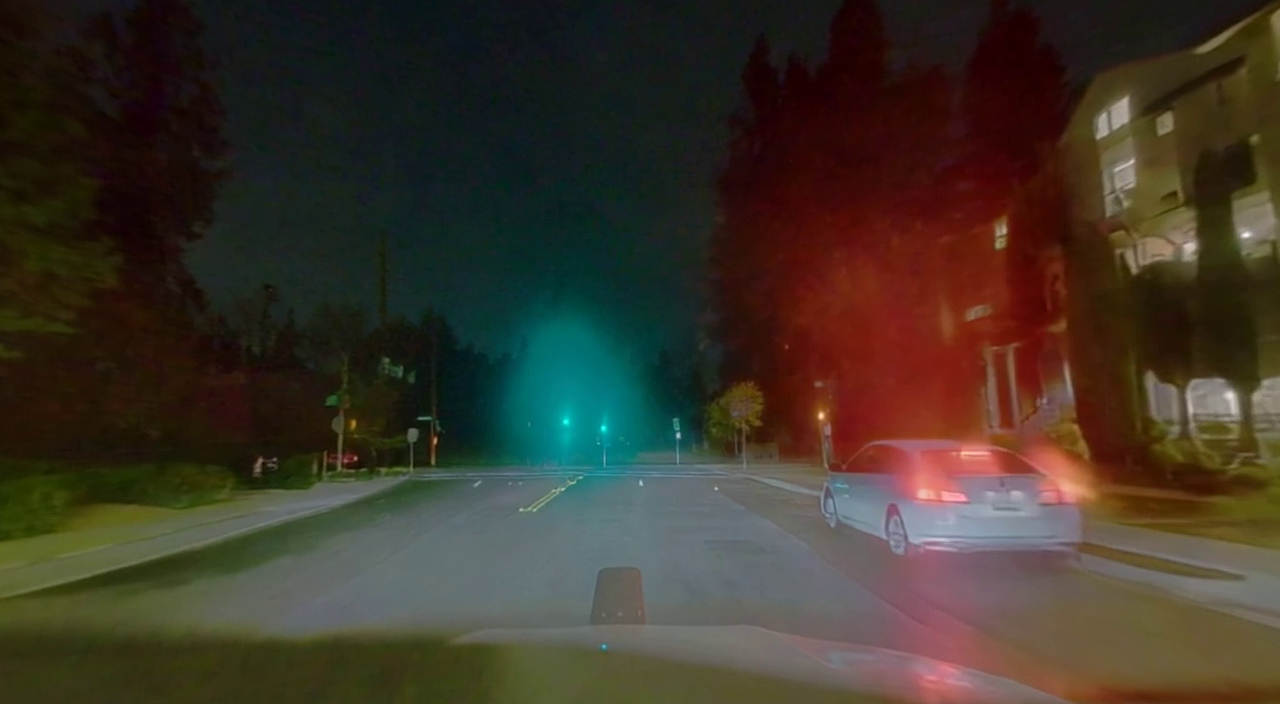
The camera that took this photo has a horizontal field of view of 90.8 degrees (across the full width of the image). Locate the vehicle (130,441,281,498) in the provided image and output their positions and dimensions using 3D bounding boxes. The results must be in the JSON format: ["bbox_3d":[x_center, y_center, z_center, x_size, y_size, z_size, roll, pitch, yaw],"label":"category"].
[{"bbox_3d":[-14.078,3.795,20.874,2.003,1.637,4.297,0,-8,-2],"label":"vehicle"}]

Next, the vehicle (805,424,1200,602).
[{"bbox_3d":[3.689,1.716,7.796,2.065,1.478,4.828,0,-8,1],"label":"vehicle"}]

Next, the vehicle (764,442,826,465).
[{"bbox_3d":[10.675,7.029,43.812,3.815,1.504,1.790,0,-8,0],"label":"vehicle"}]
